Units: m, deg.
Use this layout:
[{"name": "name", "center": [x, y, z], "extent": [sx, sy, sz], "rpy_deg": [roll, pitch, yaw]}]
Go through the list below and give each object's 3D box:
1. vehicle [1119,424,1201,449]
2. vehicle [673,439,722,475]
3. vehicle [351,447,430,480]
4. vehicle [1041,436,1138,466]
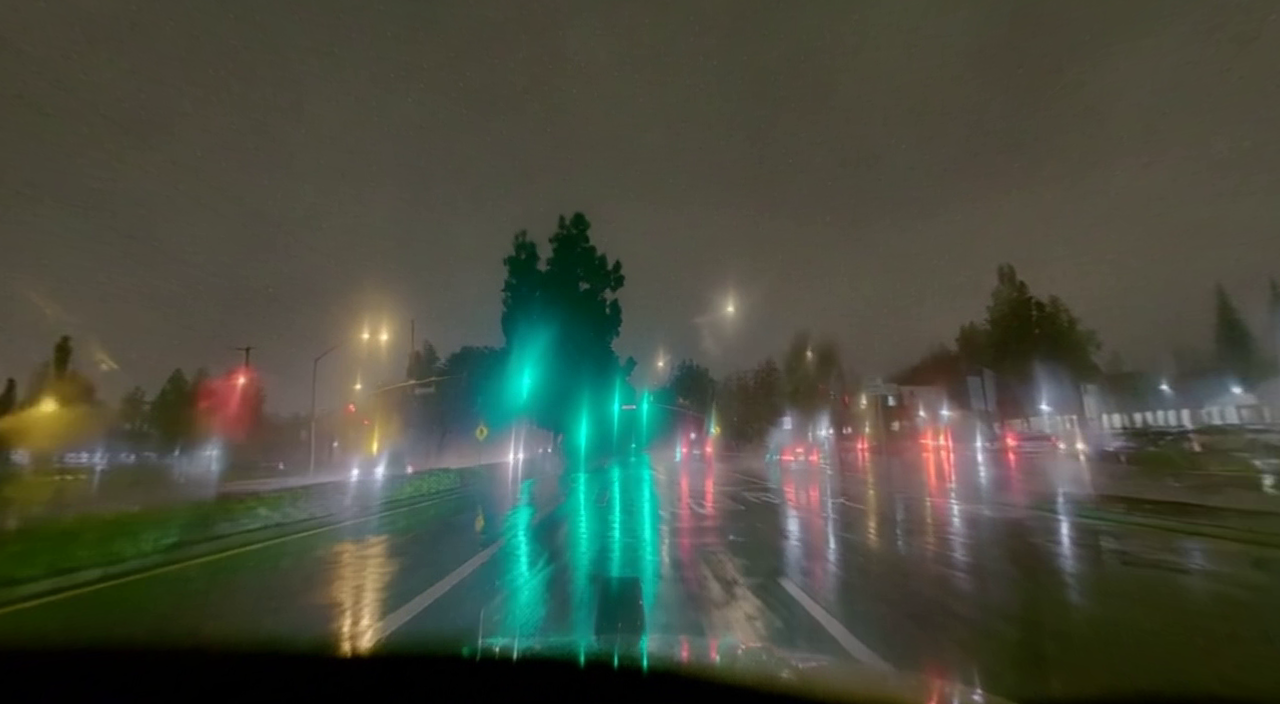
[{"name": "vehicle", "center": [35.045, 5.771, 42.729], "extent": [1.909, 1.576, 4.216], "rpy_deg": [1, -9, 0]}, {"name": "vehicle", "center": [3.007, 5.604, 33.944], "extent": [2.069, 1.761, 4.610], "rpy_deg": [0, -9, -2]}, {"name": "vehicle", "center": [-12.194, 5.474, 31.263], "extent": [2.005, 1.493, 4.682], "rpy_deg": [0, -9, 0]}, {"name": "vehicle", "center": [22.538, 4.973, 31.774], "extent": [3.536, 1.412, 1.727], "rpy_deg": [0, -9, -1]}]
